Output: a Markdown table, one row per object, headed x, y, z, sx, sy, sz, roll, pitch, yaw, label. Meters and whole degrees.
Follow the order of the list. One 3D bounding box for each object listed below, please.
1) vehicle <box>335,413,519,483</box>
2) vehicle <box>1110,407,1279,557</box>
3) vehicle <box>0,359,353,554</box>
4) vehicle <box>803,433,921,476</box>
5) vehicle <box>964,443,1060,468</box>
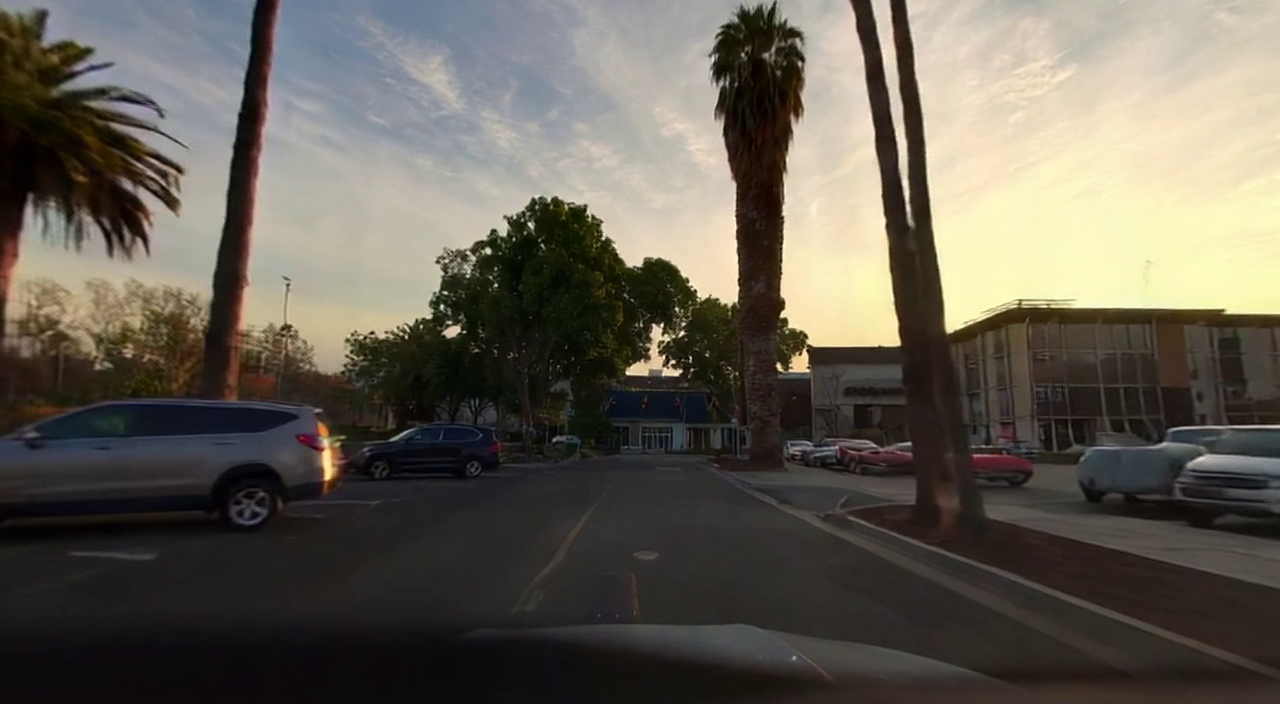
| x | y | z | sx | sy | sz | roll | pitch | yaw | label |
| --- | --- | --- | --- | --- | --- | --- | --- | --- | --- |
| -6.350 | 2.897 | 19.104 | 4.787 | 1.867 | 2.092 | 6 | -10 | -34 | vehicle |
| 9.566 | 1.767 | 9.037 | 4.868 | 1.754 | 2.132 | 3 | -9 | -21 | vehicle |
| -6.048 | 1.146 | 7.102 | 4.763 | 1.801 | 2.013 | 6 | -10 | -34 | vehicle |
| 9.741 | 4.516 | 27.683 | 4.758 | 1.759 | 2.068 | 5 | -11 | -27 | vehicle |
| 24.889 | 6.921 | 42.434 | 1.785 | 1.539 | 5.214 | 7 | -11 | -34 | vehicle |
